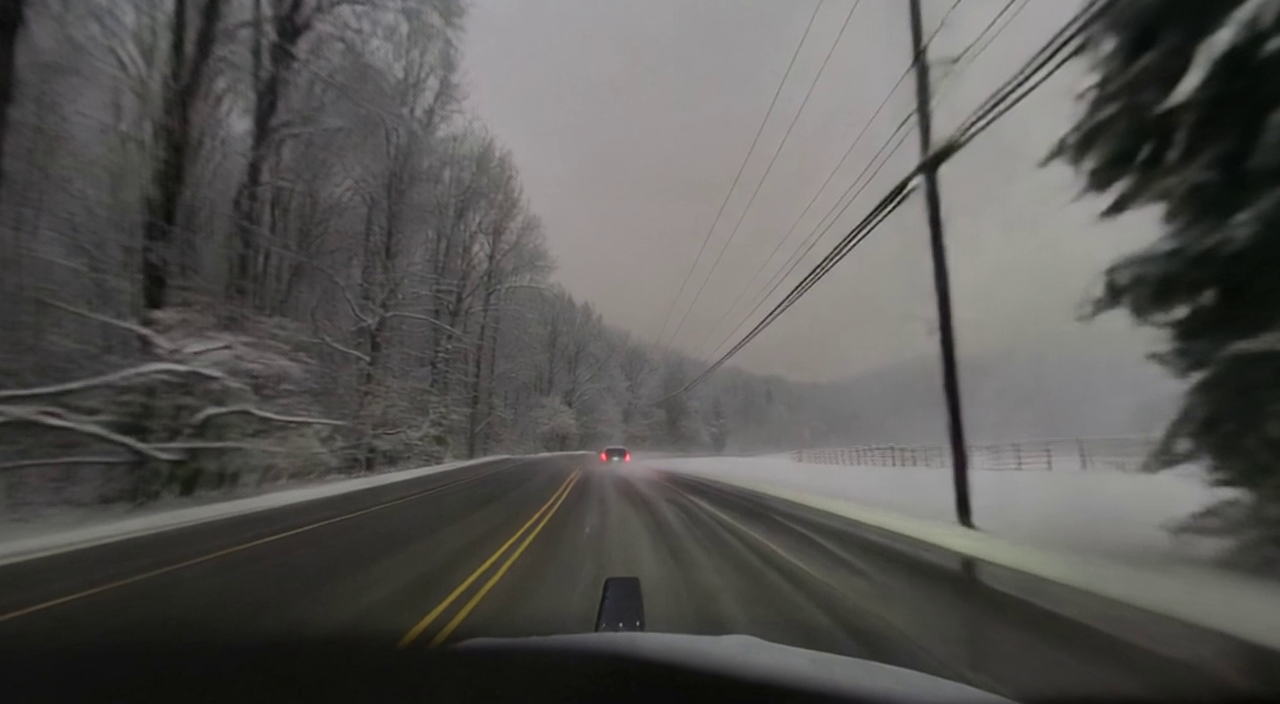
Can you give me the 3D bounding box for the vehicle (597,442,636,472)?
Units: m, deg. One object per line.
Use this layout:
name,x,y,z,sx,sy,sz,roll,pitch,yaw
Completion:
vehicle,-1.401,5.980,36.133,2.059,1.524,3.963,2,-9,-4
